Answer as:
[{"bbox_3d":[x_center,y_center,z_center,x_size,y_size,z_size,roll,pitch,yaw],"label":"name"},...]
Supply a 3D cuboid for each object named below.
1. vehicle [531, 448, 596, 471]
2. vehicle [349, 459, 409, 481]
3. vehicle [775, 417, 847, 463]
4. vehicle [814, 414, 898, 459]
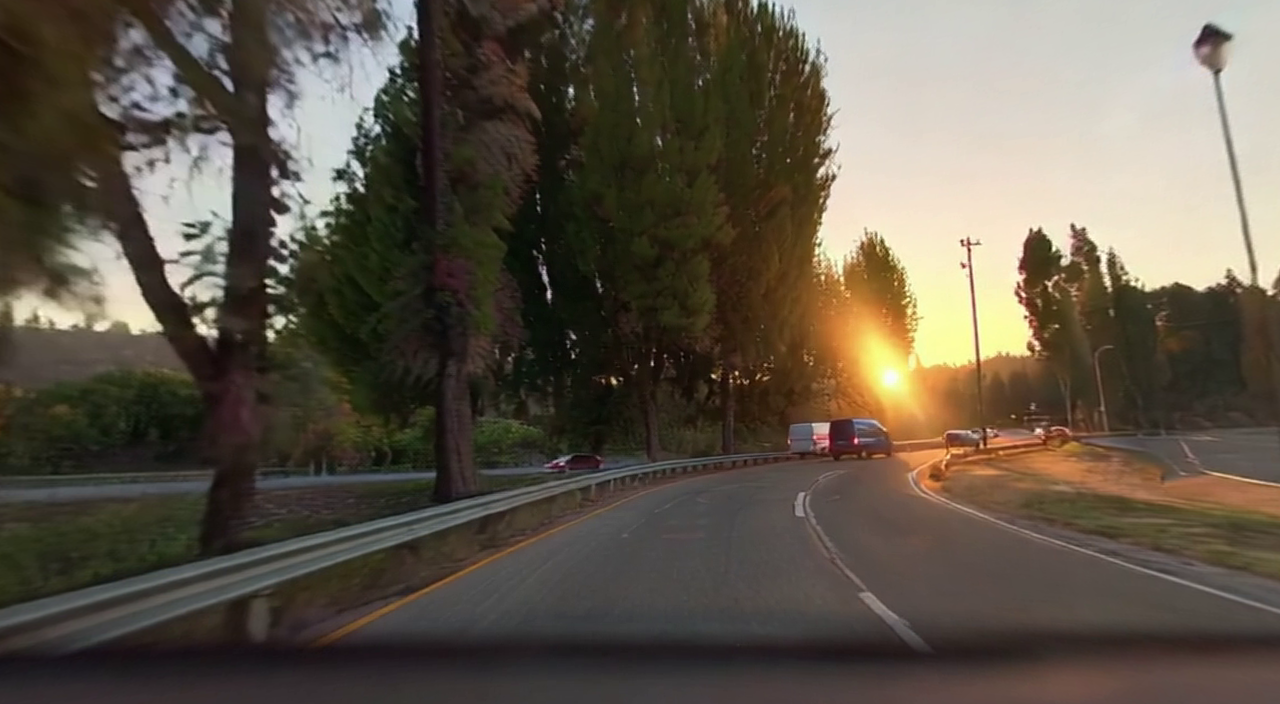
[{"bbox_3d":[-5.200,7.312,43.131,4.034,1.479,1.840,7,-10,-41],"label":"vehicle"},{"bbox_3d":[-18.362,8.250,44.341,3.512,1.359,1.579,7,-10,-38],"label":"vehicle"},{"bbox_3d":[11.276,5.740,41.376,4.784,2.535,2.203,2,-10,-44],"label":"vehicle"},{"bbox_3d":[15.653,6.072,45.438,7.155,2.942,2.420,7,-10,-42],"label":"vehicle"}]
